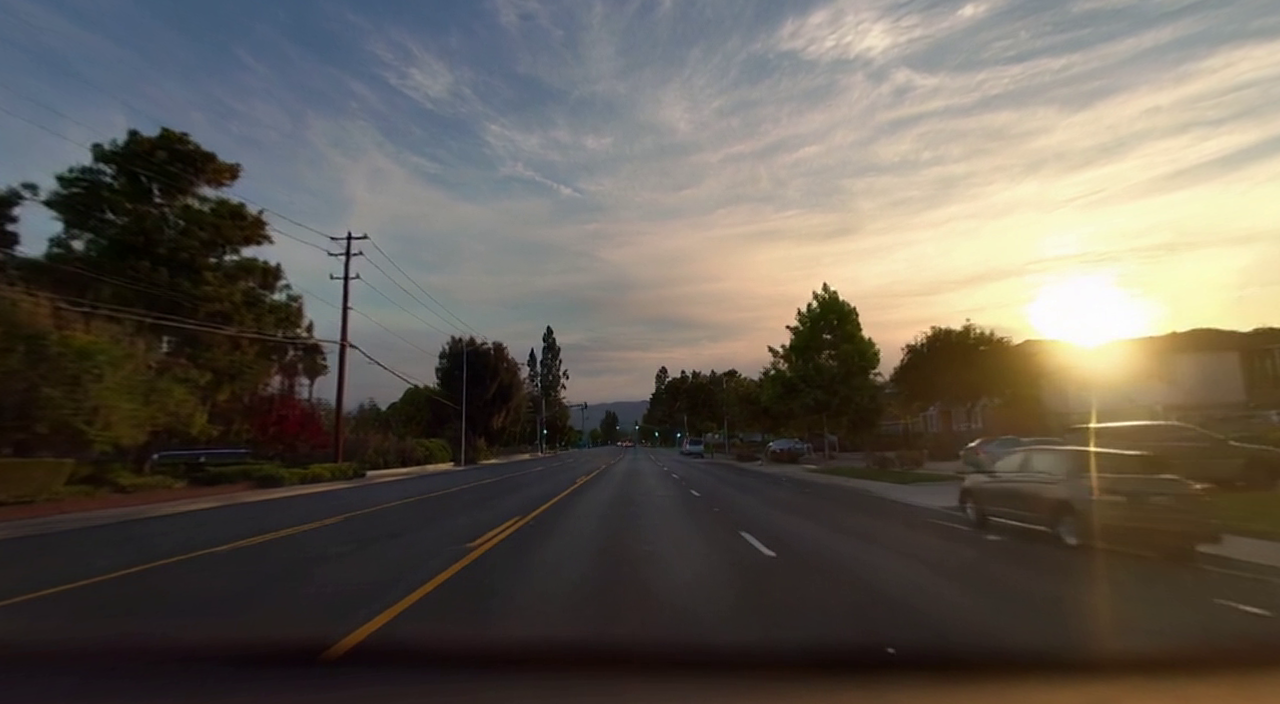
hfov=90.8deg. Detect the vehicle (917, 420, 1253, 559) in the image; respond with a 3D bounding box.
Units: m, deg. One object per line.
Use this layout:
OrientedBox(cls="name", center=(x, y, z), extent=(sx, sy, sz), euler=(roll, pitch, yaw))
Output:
OrientedBox(cls="vehicle", center=(6.752, 2.112, 10.492), extent=(2.043, 1.747, 4.680), euler=(0, -9, -1))
